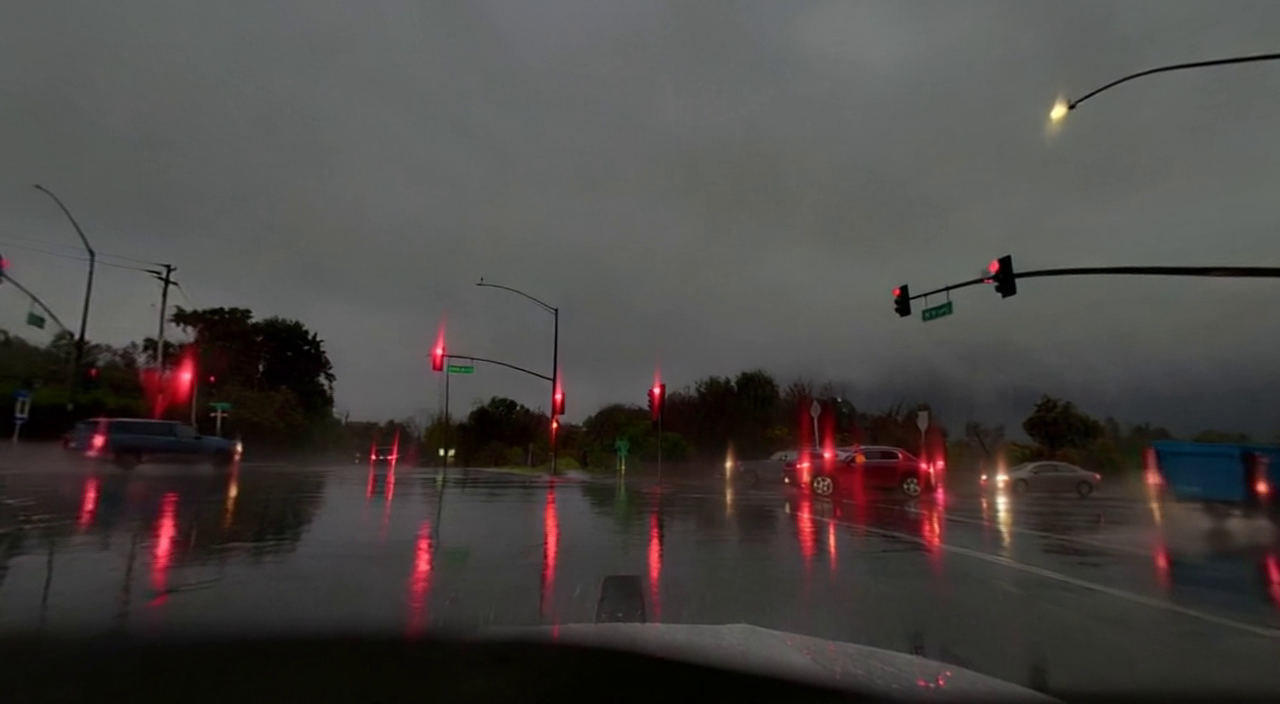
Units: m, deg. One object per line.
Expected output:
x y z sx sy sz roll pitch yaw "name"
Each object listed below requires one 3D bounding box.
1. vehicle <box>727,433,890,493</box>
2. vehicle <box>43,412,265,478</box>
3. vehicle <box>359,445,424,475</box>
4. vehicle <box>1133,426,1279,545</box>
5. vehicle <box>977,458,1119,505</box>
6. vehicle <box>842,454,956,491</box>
6.274 4.187 23.770 5.535 1.896 2.170 4 -9 -7 "vehicle"
-16.875 3.310 22.299 2.243 2.011 5.631 -5 -10 29 "vehicle"
-13.619 5.948 34.829 1.964 1.525 4.750 1 -9 -4 "vehicle"
15.535 3.038 14.862 5.978 2.400 2.851 3 -9 -14 "vehicle"
16.175 5.111 25.099 4.356 1.498 1.957 -2 -8 -5 "vehicle"
12.086 5.639 29.552 4.537 1.608 1.827 1 -9 -6 "vehicle"
